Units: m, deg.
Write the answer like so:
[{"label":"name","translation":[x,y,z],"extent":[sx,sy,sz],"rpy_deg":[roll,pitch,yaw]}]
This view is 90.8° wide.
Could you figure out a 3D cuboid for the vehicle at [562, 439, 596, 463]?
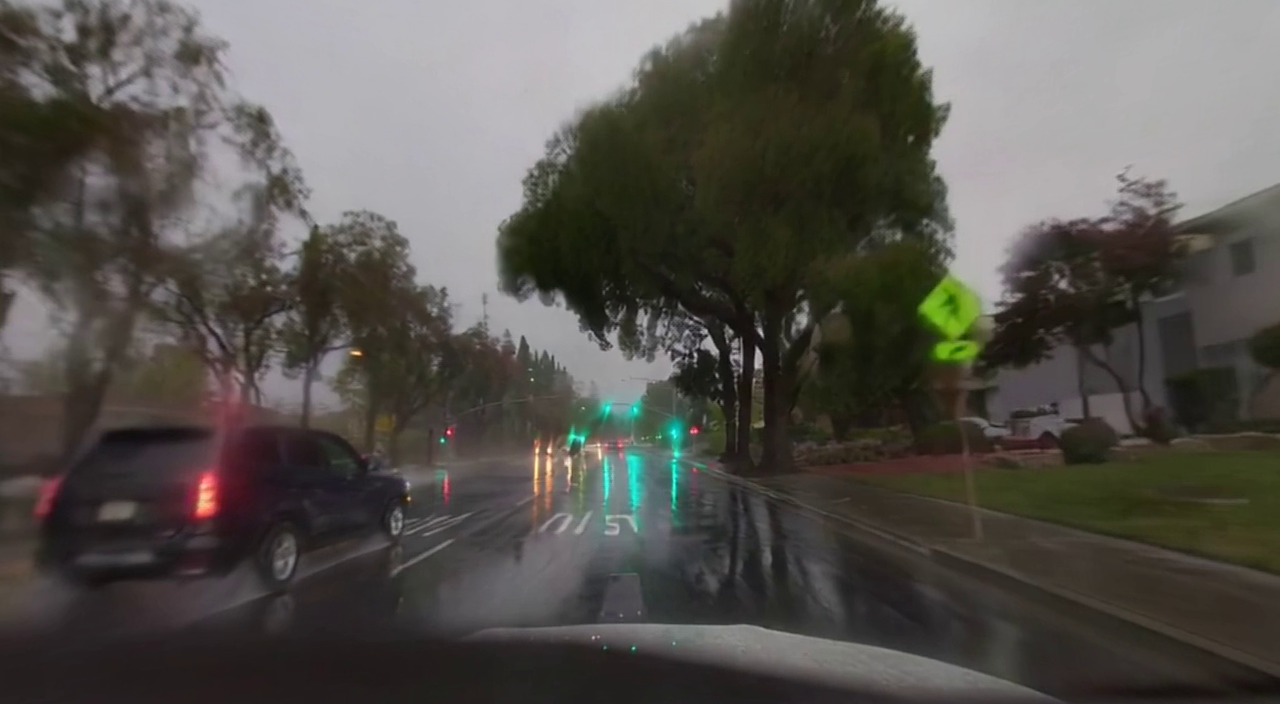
[{"label":"vehicle","translation":[-4.593,7.538,48.108],"extent":[2.065,1.714,4.272],"rpy_deg":[0,-8,1]}]

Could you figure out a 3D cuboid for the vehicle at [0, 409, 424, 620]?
[{"label":"vehicle","translation":[-4.509,1.666,7.543],"extent":[2.169,1.706,4.638],"rpy_deg":[0,-8,1]}]
